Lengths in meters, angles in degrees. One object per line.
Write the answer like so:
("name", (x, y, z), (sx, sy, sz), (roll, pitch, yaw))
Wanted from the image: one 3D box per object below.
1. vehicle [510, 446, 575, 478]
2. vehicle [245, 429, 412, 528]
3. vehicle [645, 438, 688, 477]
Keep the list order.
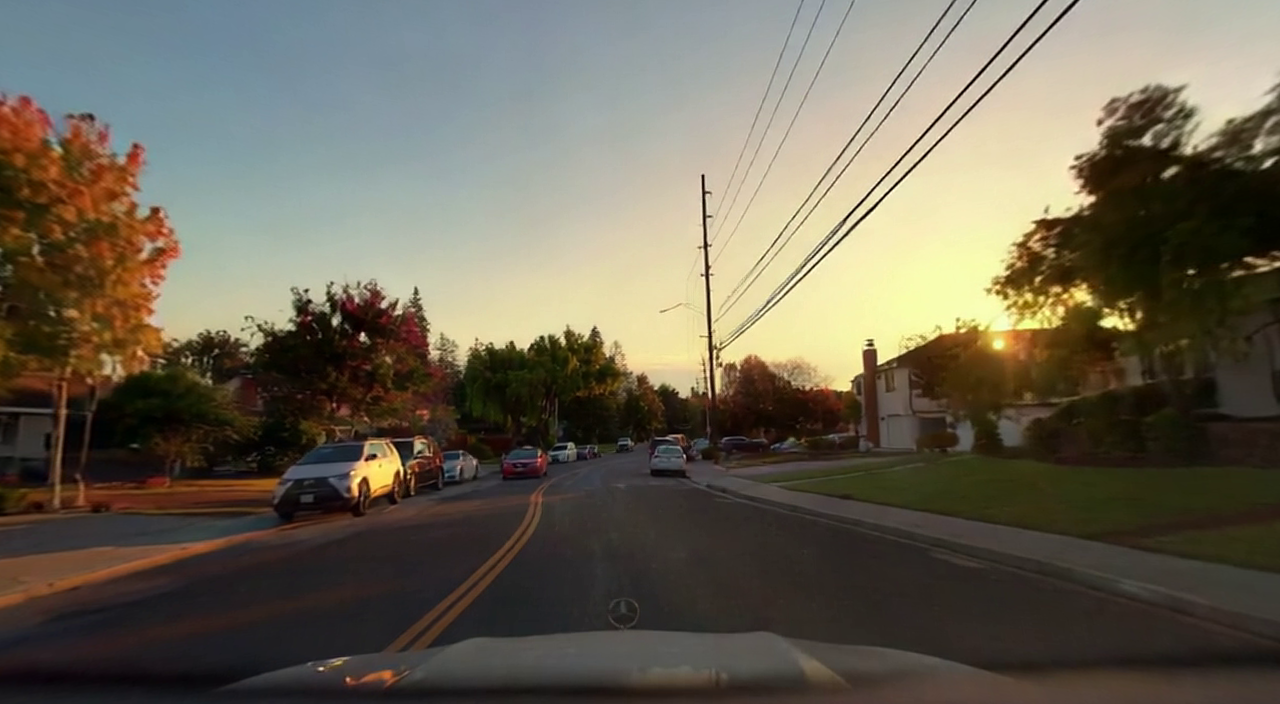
("vehicle", (-4.767, 5.455, 31.750), (2.448, 1.475, 4.568), (0, -8, 1))
("vehicle", (-7.812, 3.186, 16.653), (2.312, 2.032, 5.585), (-1, -9, -9))
("vehicle", (1.351, 5.374, 32.509), (2.032, 1.810, 5.047), (-1, -8, 2))
